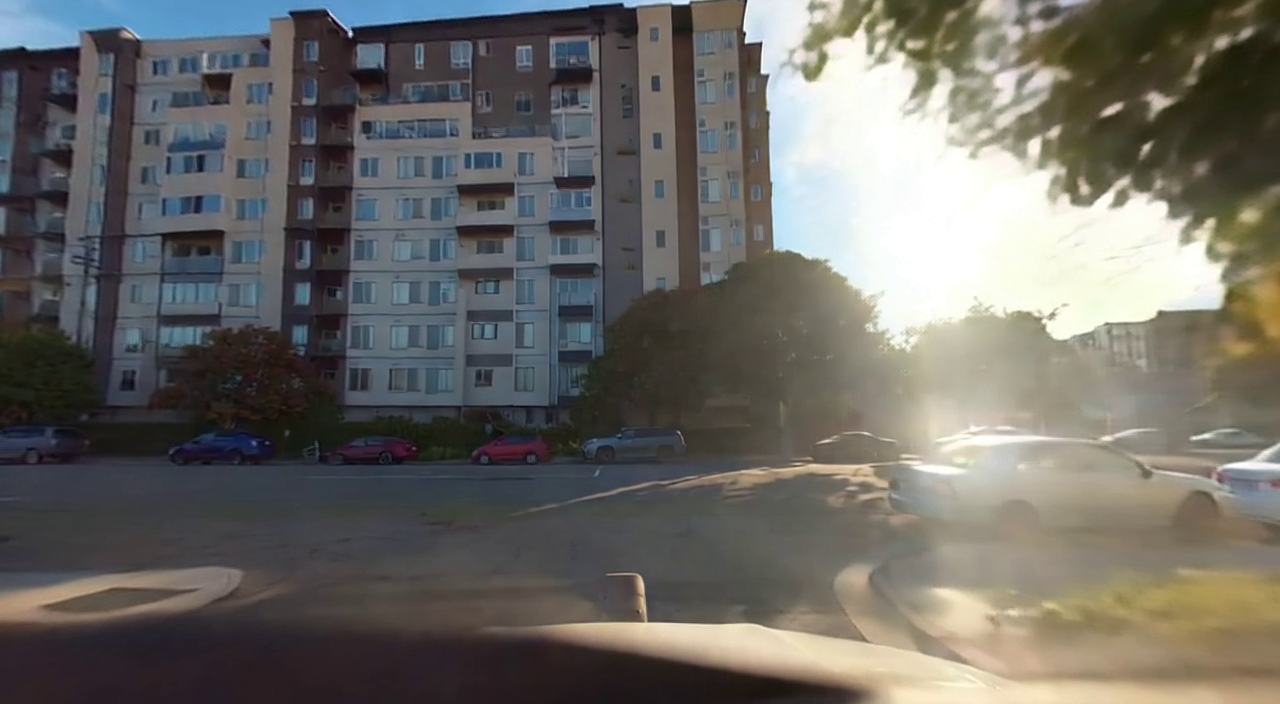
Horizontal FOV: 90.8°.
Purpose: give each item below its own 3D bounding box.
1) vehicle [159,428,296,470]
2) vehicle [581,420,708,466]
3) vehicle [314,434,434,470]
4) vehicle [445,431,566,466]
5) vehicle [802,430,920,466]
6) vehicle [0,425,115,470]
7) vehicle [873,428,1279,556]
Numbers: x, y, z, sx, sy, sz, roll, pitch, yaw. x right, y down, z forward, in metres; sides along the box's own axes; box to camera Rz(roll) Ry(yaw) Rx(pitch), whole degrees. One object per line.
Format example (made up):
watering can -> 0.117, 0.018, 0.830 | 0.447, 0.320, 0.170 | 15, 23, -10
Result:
vehicle -> -17.443, 4.094, 26.883 | 4.426, 1.641, 1.889 | 0, -8, -4
vehicle -> 0.138, 3.953, 27.400 | 5.299, 1.860, 2.098 | 0, -9, -4
vehicle -> -11.305, 4.257, 27.117 | 4.336, 1.438, 1.776 | 0, -7, -3
vehicle -> -5.686, 4.166, 27.226 | 4.851, 1.339, 1.785 | -1, -10, -2
vehicle -> 9.568, 4.156, 27.557 | 4.521, 1.411, 1.726 | 0, -6, -3
vehicle -> -25.805, 3.978, 26.455 | 5.593, 1.781, 2.163 | 0, -8, -3
vehicle -> 5.936, 1.817, 8.647 | 4.714, 1.471, 1.978 | -1, -6, 2
